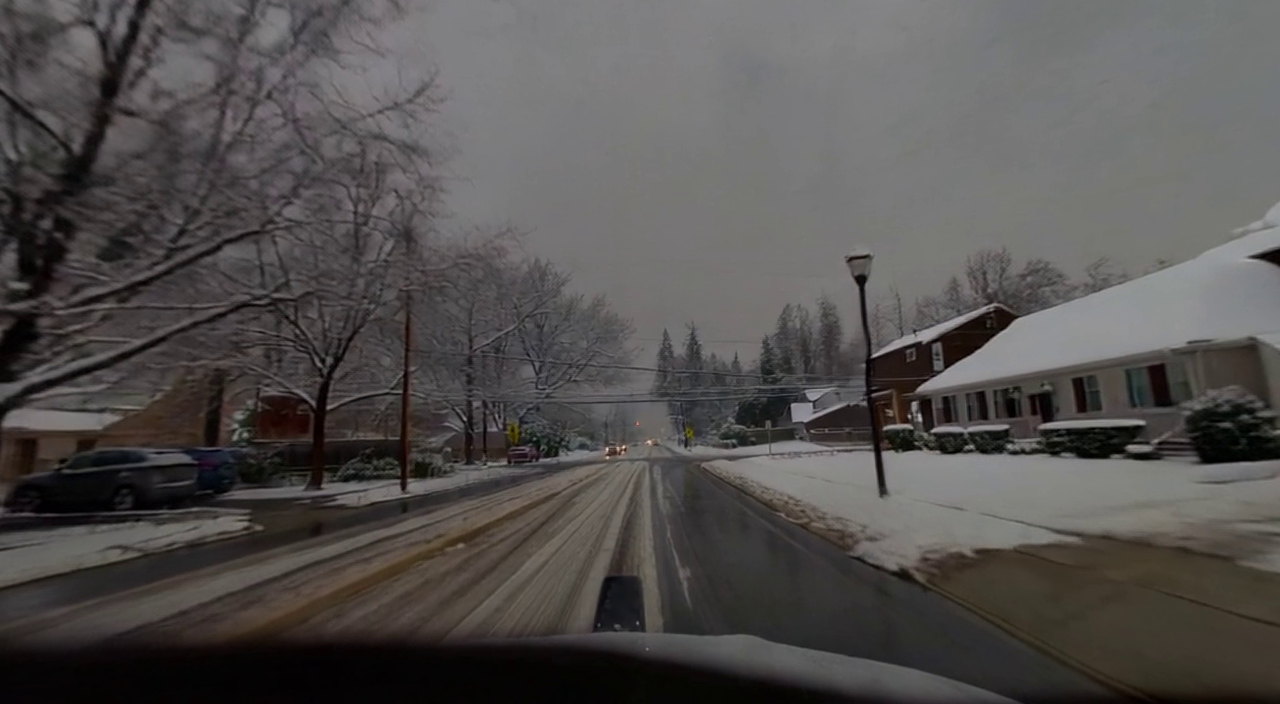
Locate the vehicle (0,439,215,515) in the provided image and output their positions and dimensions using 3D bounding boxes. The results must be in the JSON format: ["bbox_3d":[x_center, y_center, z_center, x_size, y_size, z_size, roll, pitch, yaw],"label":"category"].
[{"bbox_3d":[-13.835,3.145,16.187,4.370,1.761,1.901,1,-9,-6],"label":"vehicle"}]
